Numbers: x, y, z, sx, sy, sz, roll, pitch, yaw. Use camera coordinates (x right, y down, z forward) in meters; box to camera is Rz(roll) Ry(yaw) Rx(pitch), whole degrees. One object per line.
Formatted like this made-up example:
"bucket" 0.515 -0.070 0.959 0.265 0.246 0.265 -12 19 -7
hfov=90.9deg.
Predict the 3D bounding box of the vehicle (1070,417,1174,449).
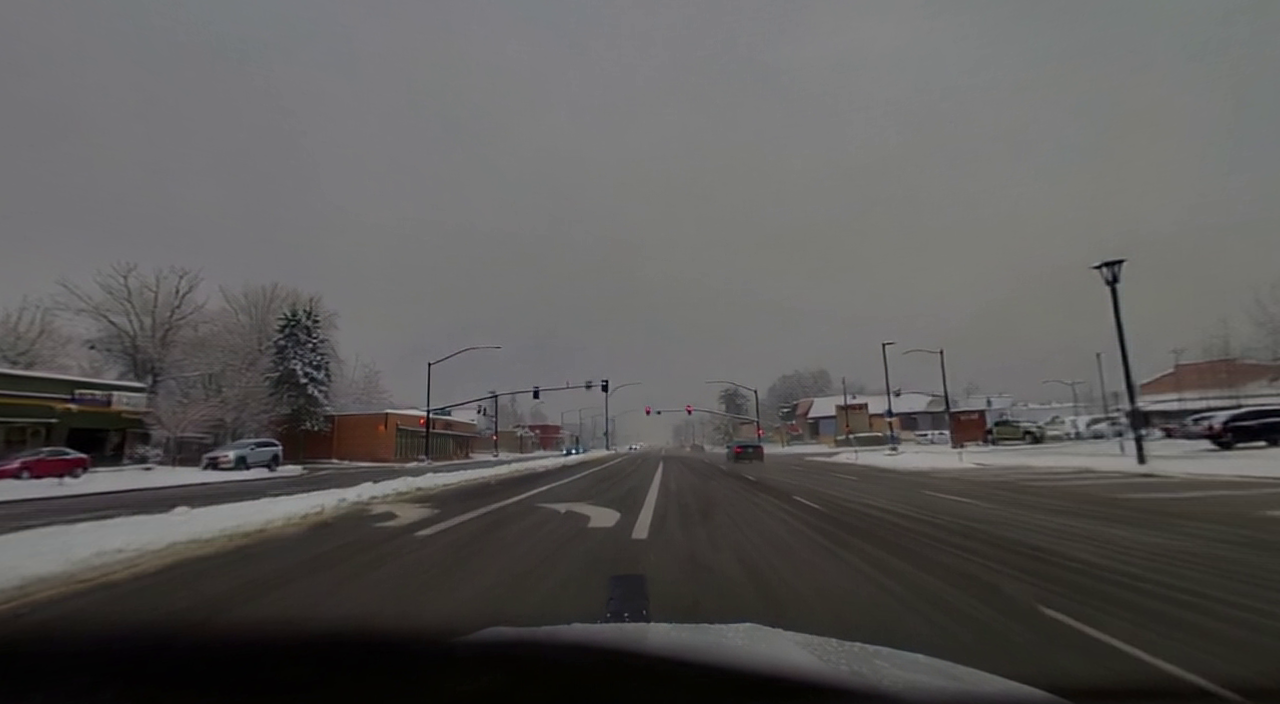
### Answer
"vehicle" 27.982 4.755 36.675 4.326 1.788 1.984 0 -9 0

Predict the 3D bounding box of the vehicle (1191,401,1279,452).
"vehicle" 27.725 3.373 27.846 2.340 2.048 6.148 -2 -9 14

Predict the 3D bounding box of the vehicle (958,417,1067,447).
"vehicle" 28.628 6.205 48.665 6.608 2.249 2.726 0 -9 0

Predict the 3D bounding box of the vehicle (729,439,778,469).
"vehicle" 6.185 5.627 34.786 2.038 1.528 4.259 0 -9 1

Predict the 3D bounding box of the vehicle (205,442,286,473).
"vehicle" -29.651 7.941 47.644 2.298 2.186 5.973 0 -9 -1

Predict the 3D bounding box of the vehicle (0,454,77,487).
"vehicle" -32.605 6.270 33.538 1.781 1.590 3.853 0 -9 -2
